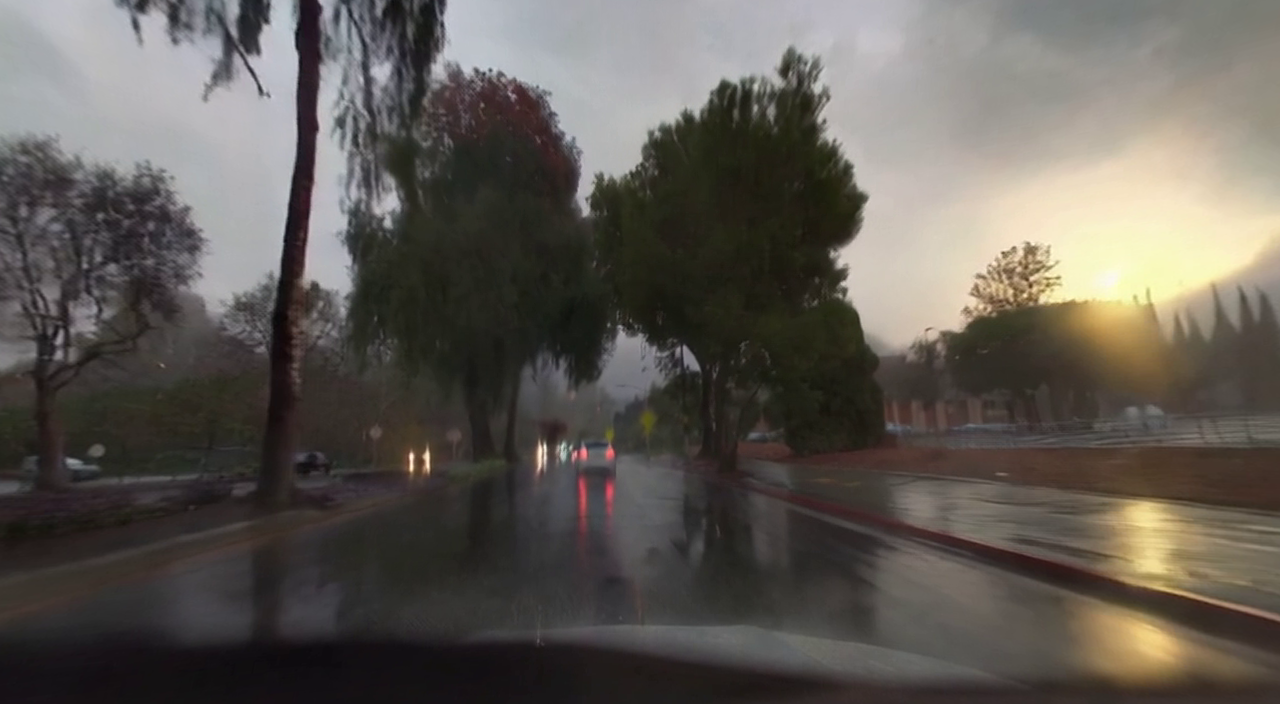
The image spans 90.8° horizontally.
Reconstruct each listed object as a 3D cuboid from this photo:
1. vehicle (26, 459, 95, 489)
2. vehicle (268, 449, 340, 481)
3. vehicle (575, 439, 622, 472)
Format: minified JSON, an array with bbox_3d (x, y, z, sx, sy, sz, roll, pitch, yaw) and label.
[{"bbox_3d":[-34.051,7.117,37.249,1.809,1.551,4.352,4,-9,-27],"label":"vehicle"},{"bbox_3d":[-21.125,7.078,39.988,2.109,1.858,5.253,1,-8,-6],"label":"vehicle"},{"bbox_3d":[-2.043,5.110,31.519,2.142,1.501,4.273,0,-8,-3],"label":"vehicle"}]
